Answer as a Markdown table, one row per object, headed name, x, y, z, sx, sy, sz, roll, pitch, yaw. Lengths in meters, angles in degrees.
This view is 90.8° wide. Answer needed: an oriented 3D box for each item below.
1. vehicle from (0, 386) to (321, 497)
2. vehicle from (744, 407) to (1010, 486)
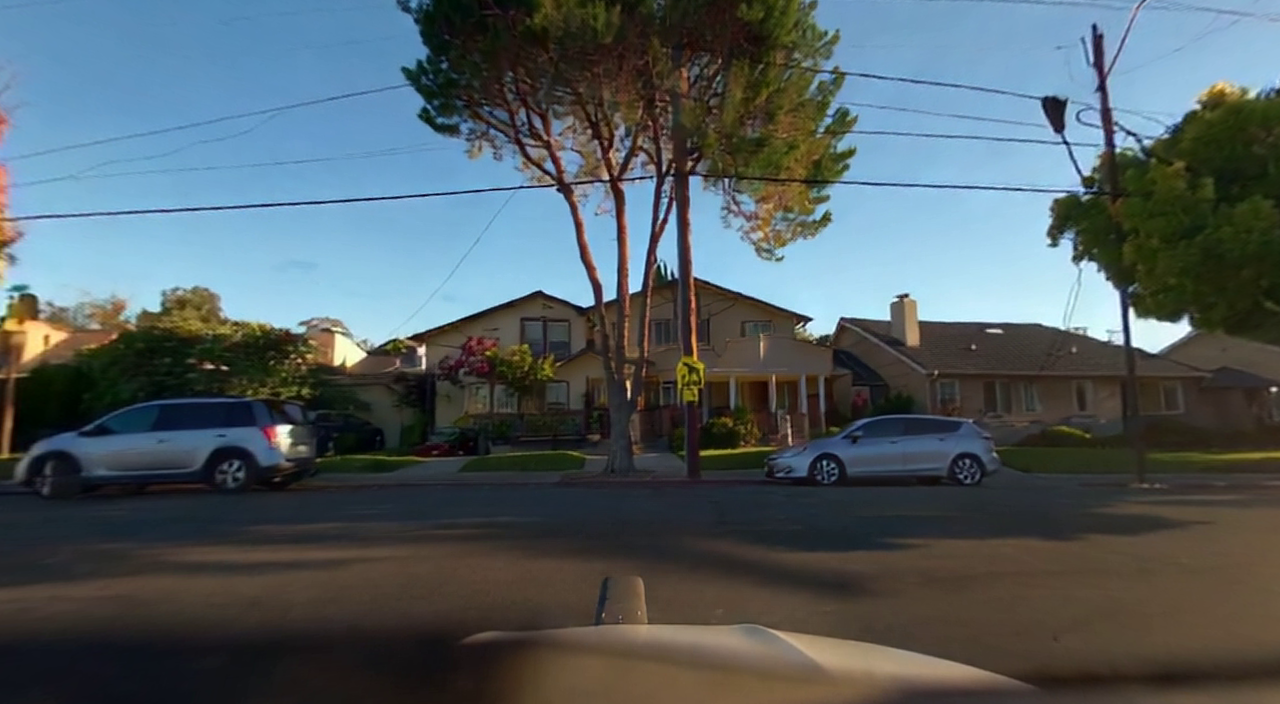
| name | x | y | z | sx | sy | sz | roll | pitch | yaw |
| --- | --- | --- | --- | --- | --- | --- | --- | --- | --- |
| vehicle | -8.564 | 1.549 | 10.984 | 4.943 | 1.731 | 1.877 | 1 | -9 | -6 |
| vehicle | 4.464 | 1.831 | 12.307 | 4.469 | 1.391 | 1.746 | 1 | -9 | -5 |
